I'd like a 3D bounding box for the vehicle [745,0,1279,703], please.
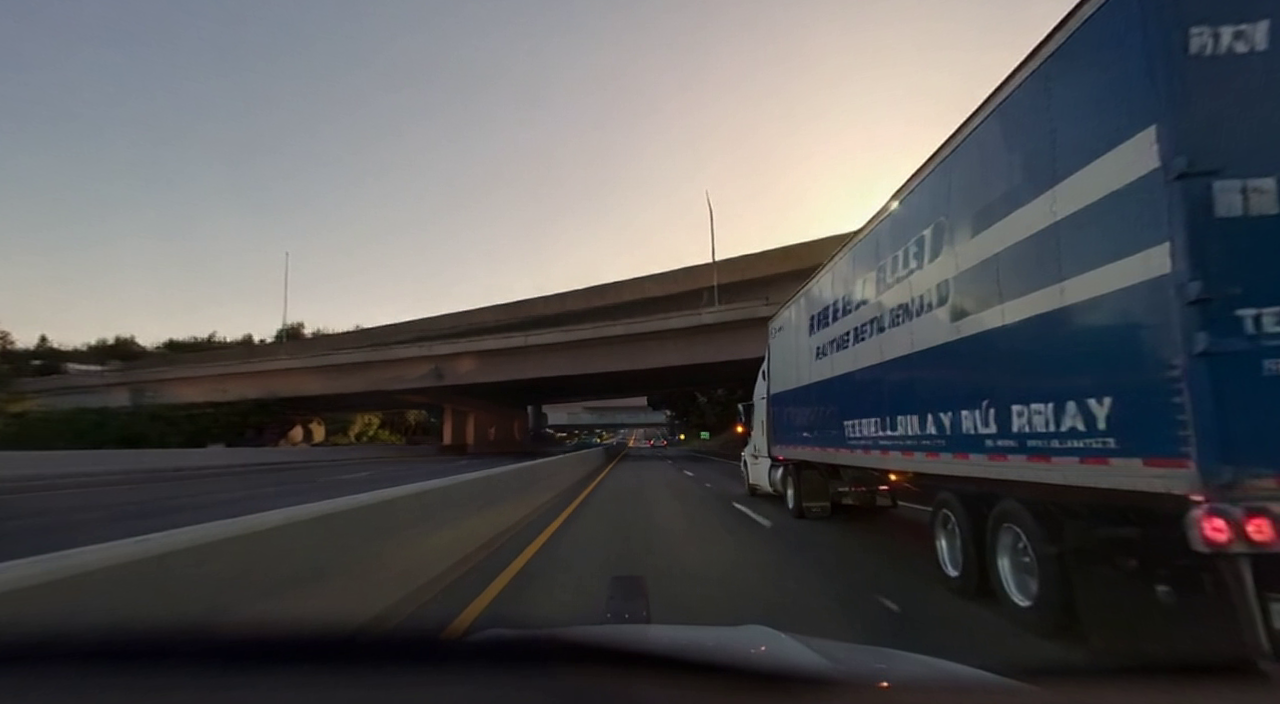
[{"bbox_3d":[4.204,0.727,9.392,3.006,4.093,14.142,0,-8,1],"label":"vehicle"}]
